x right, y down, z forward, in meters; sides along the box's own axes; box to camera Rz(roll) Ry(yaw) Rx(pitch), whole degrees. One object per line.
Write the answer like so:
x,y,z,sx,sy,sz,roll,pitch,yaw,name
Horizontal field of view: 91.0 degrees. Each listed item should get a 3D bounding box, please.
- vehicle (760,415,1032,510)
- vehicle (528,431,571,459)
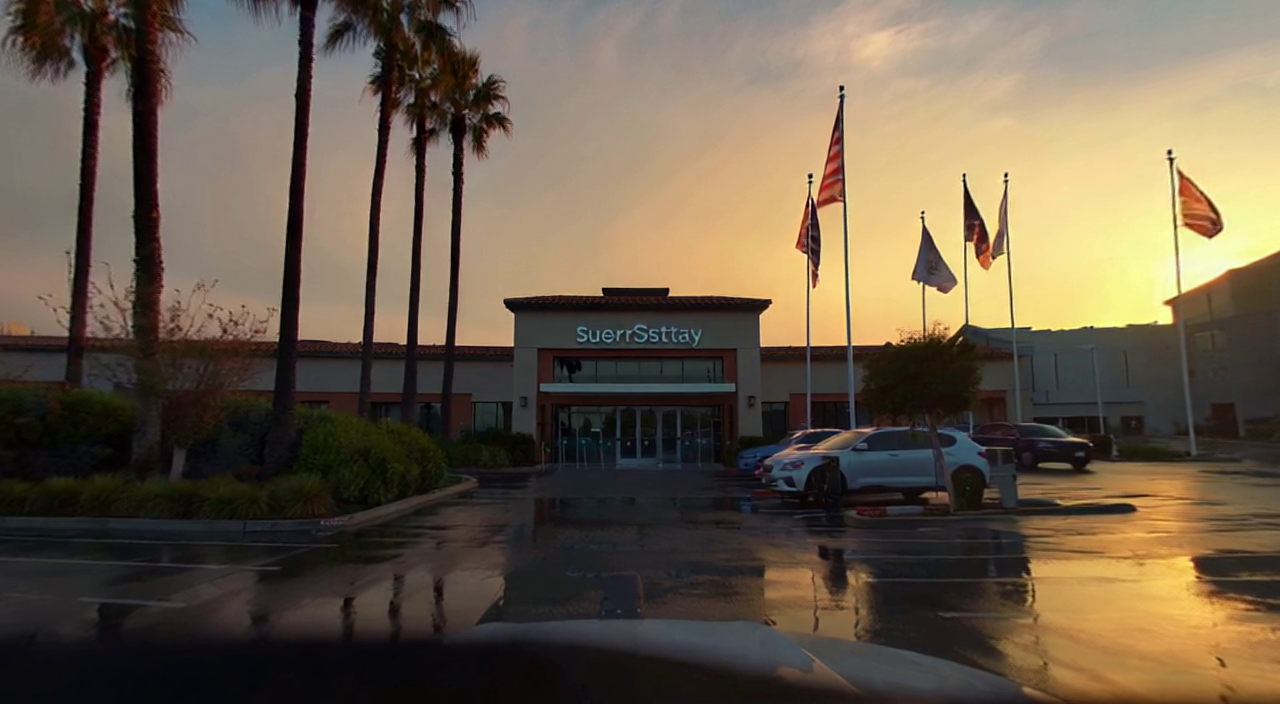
4.887,2.178,12.591,4.567,1.723,1.926,0,-8,0,vehicle
-6.626,6.805,46.357,1.943,1.890,4.472,-3,-7,8,vehicle
